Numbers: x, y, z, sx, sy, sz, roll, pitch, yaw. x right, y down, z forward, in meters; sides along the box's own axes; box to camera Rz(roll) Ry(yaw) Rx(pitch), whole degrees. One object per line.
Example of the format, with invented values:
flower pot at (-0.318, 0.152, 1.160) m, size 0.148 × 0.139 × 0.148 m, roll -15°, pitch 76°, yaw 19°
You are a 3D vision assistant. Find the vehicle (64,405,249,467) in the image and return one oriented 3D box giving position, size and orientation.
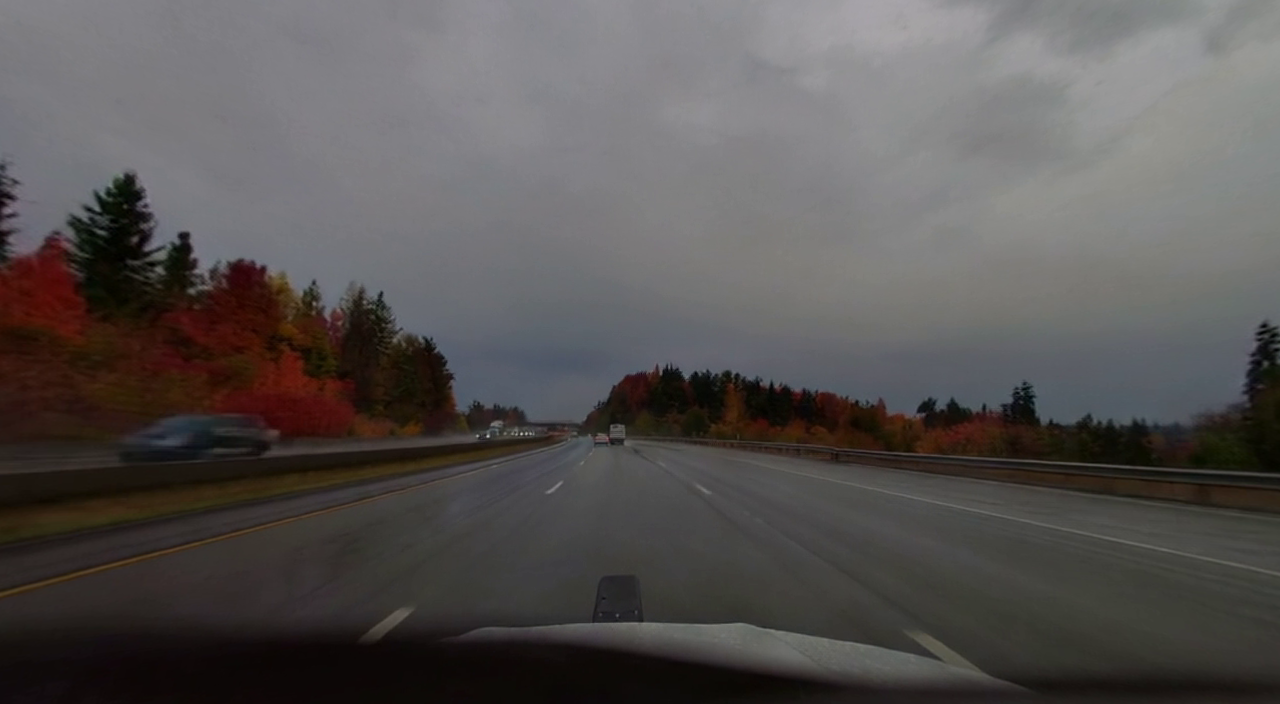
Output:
vehicle at (-14.187, 2.527, 18.894) m, size 2.070 × 1.625 × 4.519 m, roll 0°, pitch -8°, yaw -2°
